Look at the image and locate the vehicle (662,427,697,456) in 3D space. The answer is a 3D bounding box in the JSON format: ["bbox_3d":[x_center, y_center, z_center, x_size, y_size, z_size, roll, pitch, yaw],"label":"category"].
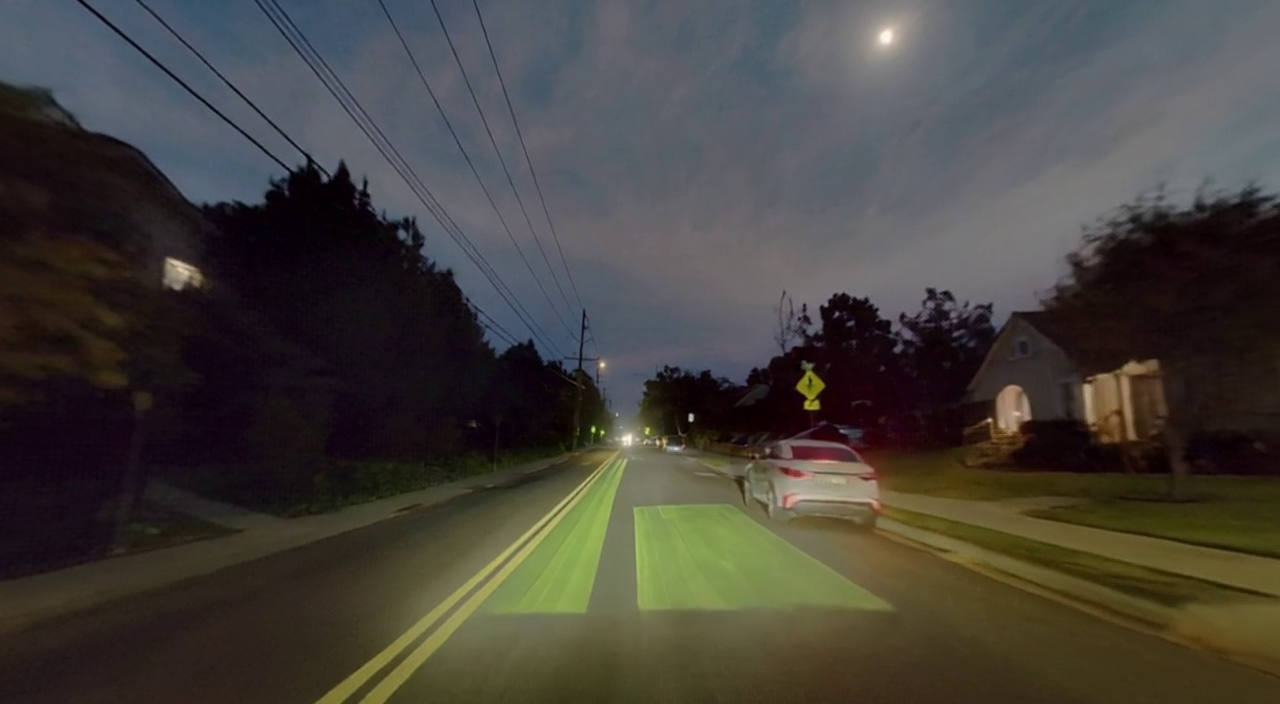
[{"bbox_3d":[2.979,6.951,48.836,2.347,2.070,5.735,0,-8,0],"label":"vehicle"}]

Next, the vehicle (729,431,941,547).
[{"bbox_3d":[3.021,2.245,11.280,1.989,1.545,5.423,0,-8,-1],"label":"vehicle"}]
